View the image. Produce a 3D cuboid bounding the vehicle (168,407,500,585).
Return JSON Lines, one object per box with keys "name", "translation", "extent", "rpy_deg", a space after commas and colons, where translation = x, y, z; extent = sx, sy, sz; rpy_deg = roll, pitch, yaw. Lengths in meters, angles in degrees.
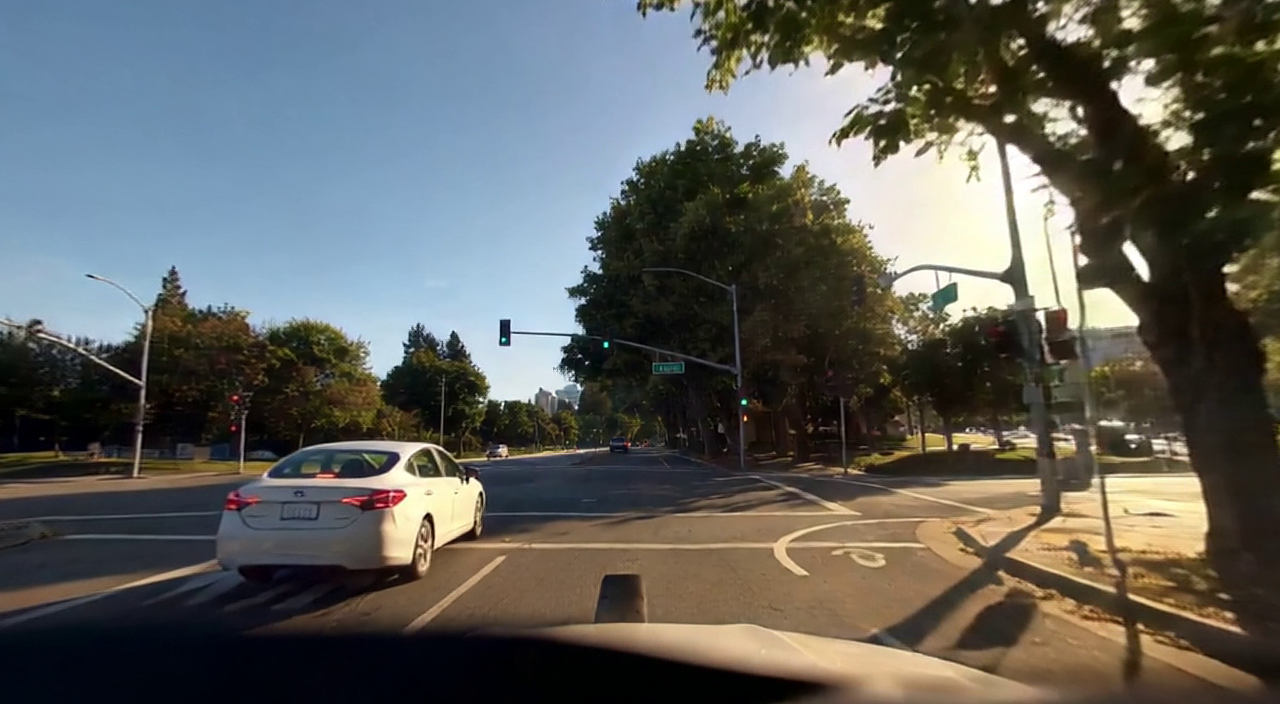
{"name": "vehicle", "translation": [-3.276, 1.640, 8.050], "extent": [2.076, 1.599, 4.483], "rpy_deg": [0, -8, -2]}
